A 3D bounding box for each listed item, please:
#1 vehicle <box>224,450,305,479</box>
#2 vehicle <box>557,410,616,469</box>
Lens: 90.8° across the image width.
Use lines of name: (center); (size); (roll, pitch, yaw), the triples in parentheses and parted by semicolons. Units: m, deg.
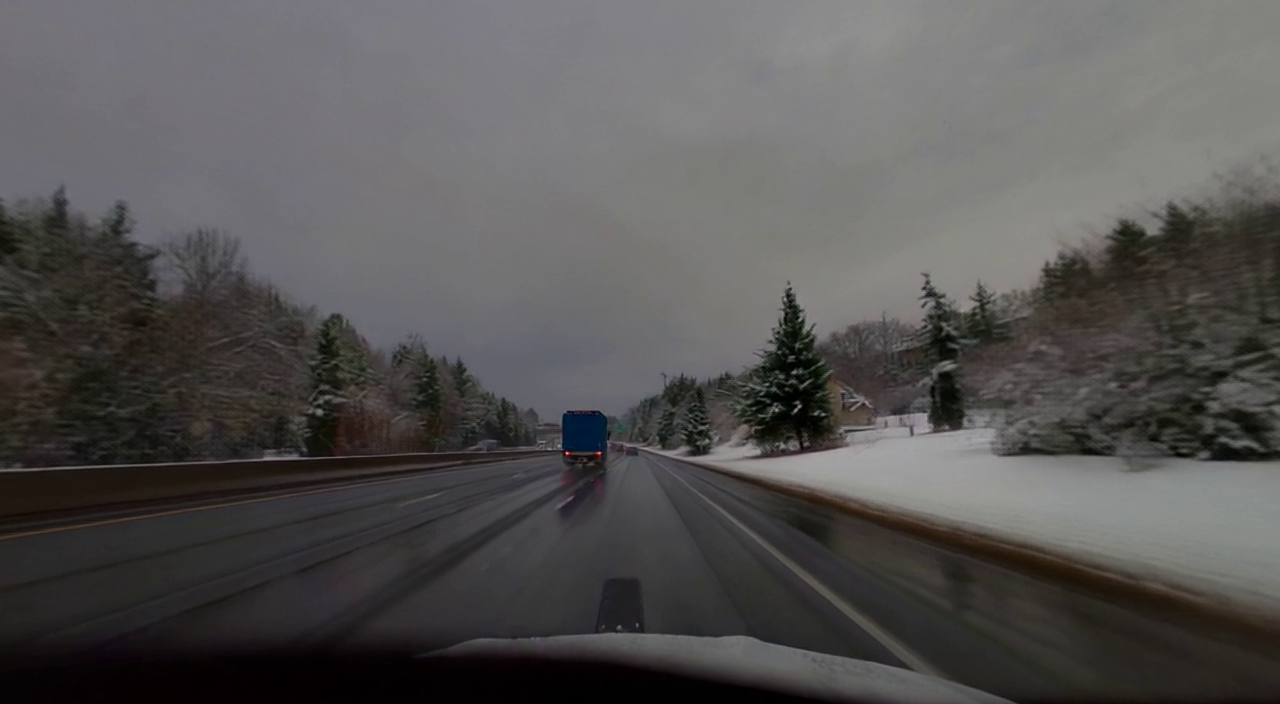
vehicle: (-21.334, 6.382, 36.086); (1.915, 1.525, 4.408); (0, -9, 0)
vehicle: (-3.191, 5.563, 39.910); (2.874, 3.309, 8.208); (0, -8, 1)
